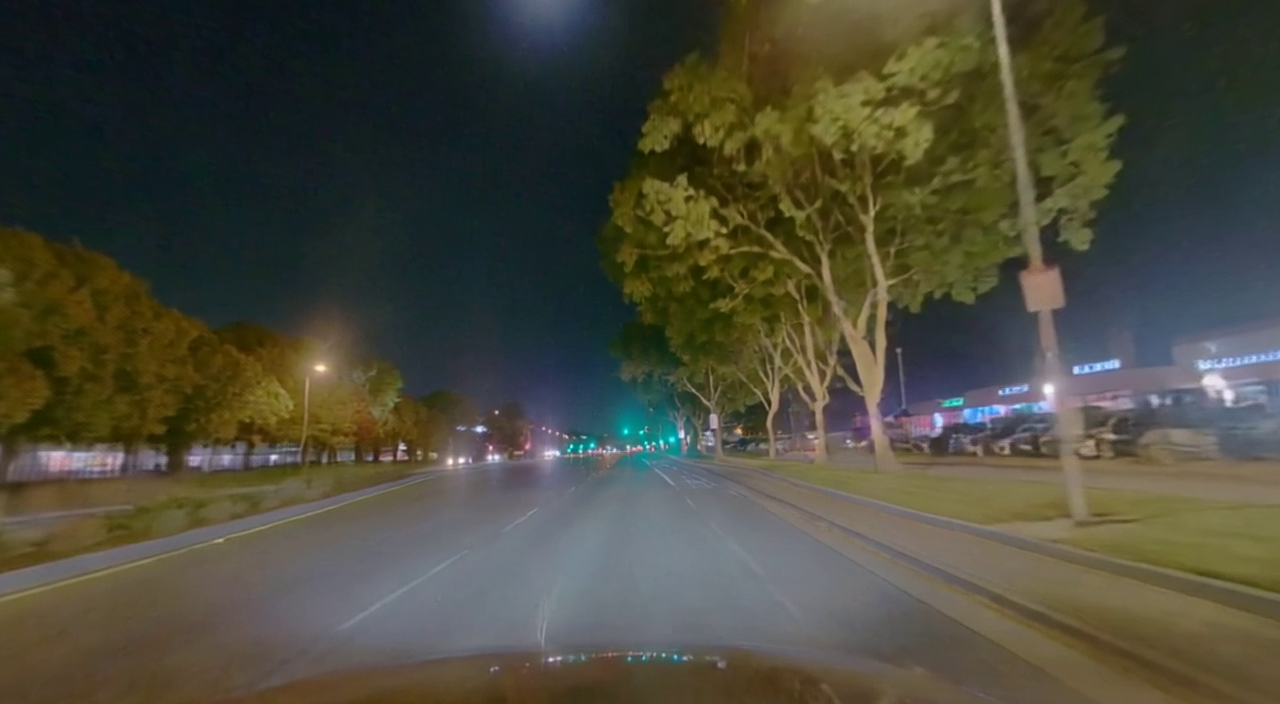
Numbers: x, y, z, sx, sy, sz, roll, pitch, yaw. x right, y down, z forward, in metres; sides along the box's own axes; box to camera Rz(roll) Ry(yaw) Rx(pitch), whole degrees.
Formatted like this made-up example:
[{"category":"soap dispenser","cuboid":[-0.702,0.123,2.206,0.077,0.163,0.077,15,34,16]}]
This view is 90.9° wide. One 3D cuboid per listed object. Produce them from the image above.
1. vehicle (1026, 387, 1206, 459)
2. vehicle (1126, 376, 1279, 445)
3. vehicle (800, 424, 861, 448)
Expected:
[{"category":"vehicle","cuboid":[12.517,1.879,16.718,3.351,1.387,1.579,-7,-7,-1]},{"category":"vehicle","cuboid":[12.845,1.296,13.631,3.255,1.363,1.549,-1,-10,3]},{"category":"vehicle","cuboid":[13.555,6.003,45.020,3.756,1.580,1.886,-1,-9,3]}]
